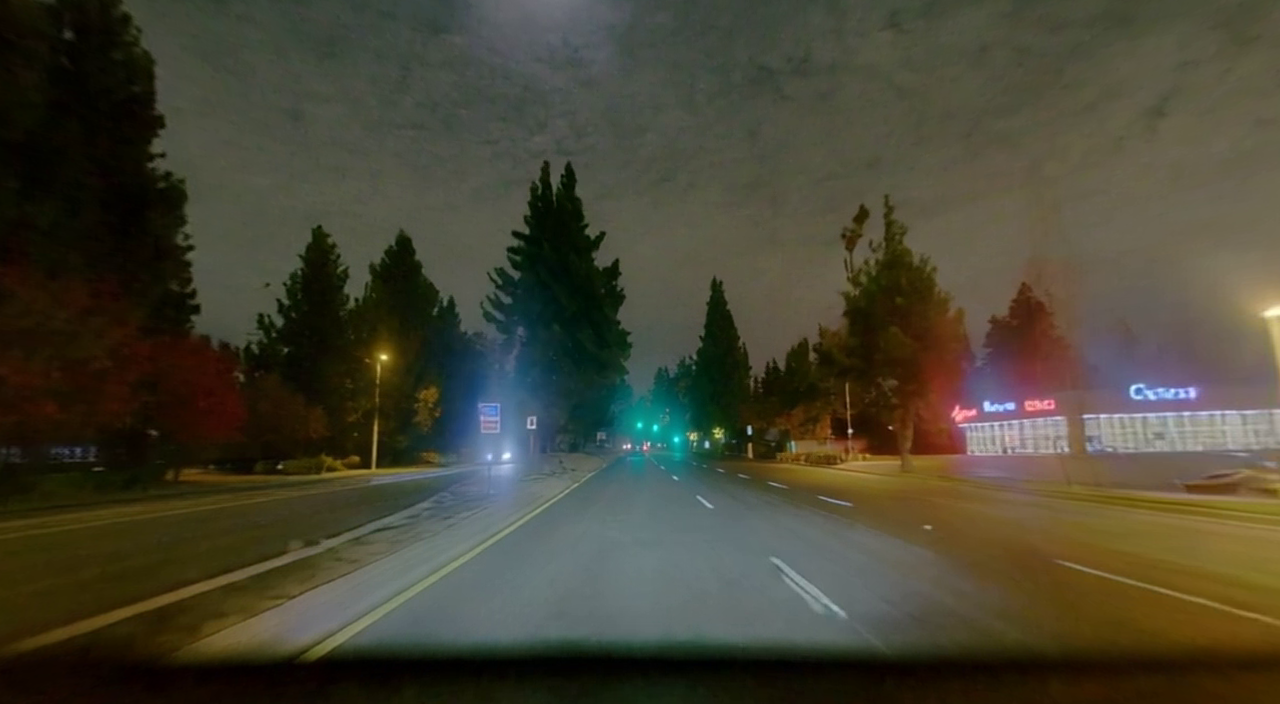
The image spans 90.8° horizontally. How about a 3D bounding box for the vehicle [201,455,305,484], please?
[{"bbox_3d":[-21.324,6.446,34.863,4.665,1.486,1.918,-2,-9,9],"label":"vehicle"}]
